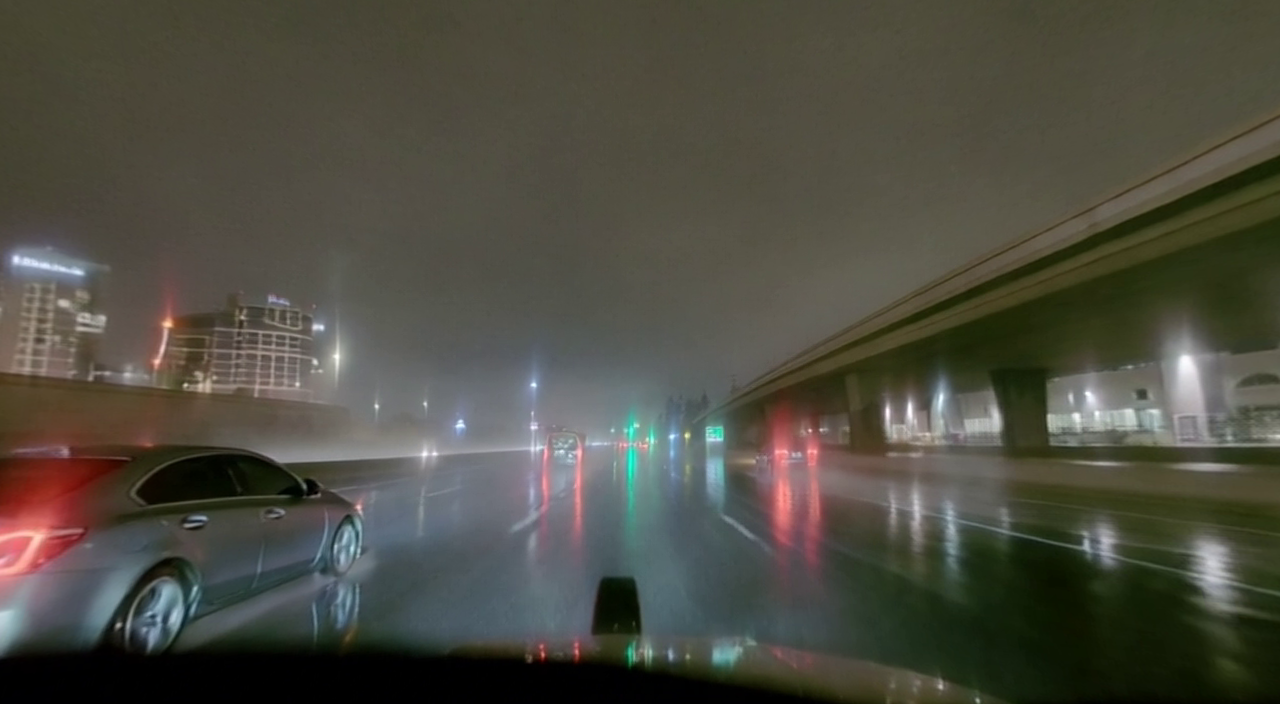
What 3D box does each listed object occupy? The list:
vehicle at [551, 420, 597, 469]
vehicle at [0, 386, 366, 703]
[{"bbox_3d":[-4.273,6.128,41.862,2.364,2.953,6.732,0,-8,-1],"label":"vehicle"},{"bbox_3d":[-3.720,1.106,3.837,2.025,1.556,4.594,0,-8,0],"label":"vehicle"}]
